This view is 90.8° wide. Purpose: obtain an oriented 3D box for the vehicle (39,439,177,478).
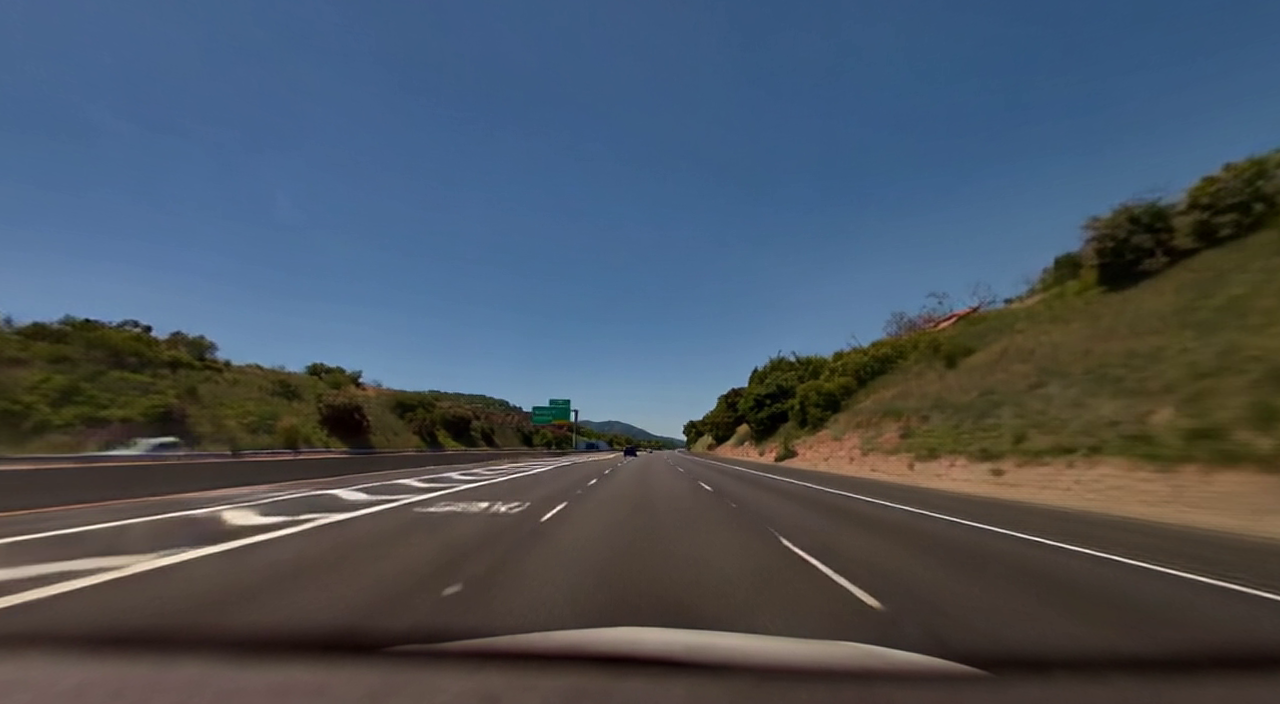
[{"bbox_3d":[-24.354,4.871,29.222,2.041,1.643,4.897,0,-8,1],"label":"vehicle"}]
